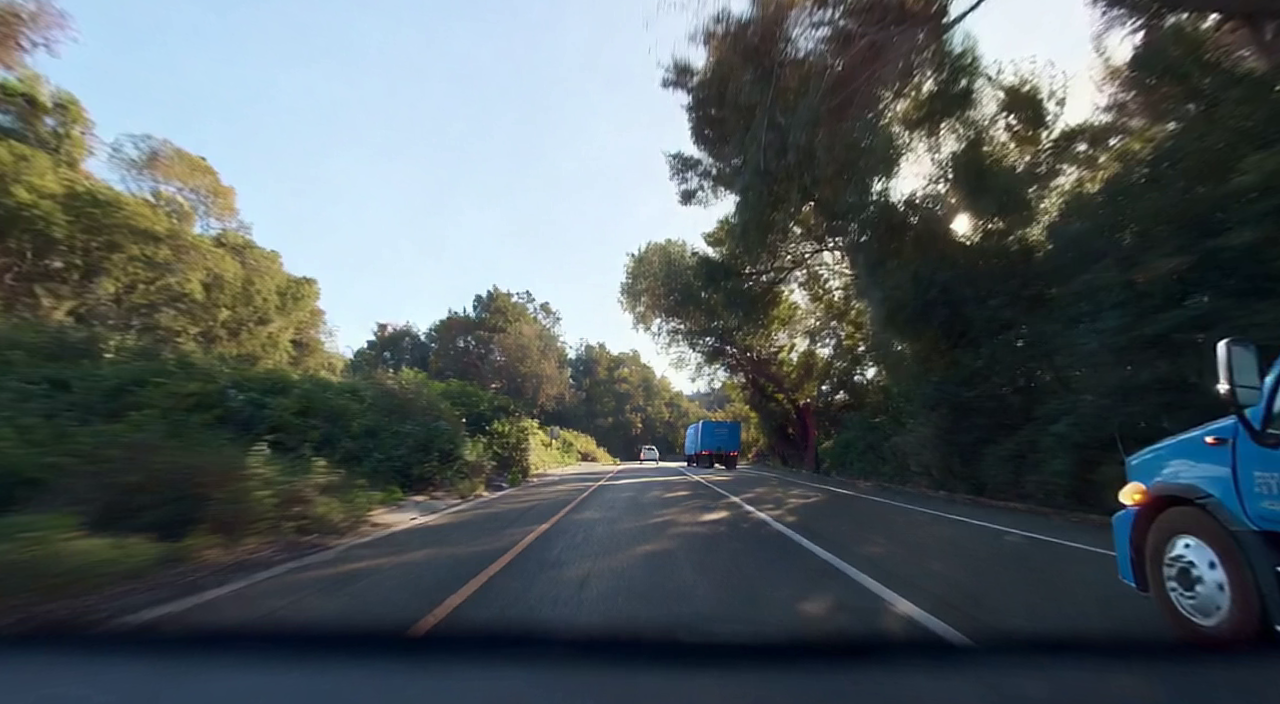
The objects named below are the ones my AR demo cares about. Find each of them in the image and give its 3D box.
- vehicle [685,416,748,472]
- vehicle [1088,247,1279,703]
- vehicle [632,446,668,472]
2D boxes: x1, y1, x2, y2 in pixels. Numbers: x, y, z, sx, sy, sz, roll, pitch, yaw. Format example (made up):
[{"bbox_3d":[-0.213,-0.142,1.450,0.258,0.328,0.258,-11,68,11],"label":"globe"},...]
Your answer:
[{"bbox_3d":[4.703,5.906,40.287,3.015,3.211,7.982,0,-9,0],"label":"vehicle"},{"bbox_3d":[4.293,0.338,1.092,2.484,2.248,6.267,0,-8,2],"label":"vehicle"},{"bbox_3d":[0.604,6.749,39.769,2.170,1.544,4.373,0,-8,1],"label":"vehicle"}]
